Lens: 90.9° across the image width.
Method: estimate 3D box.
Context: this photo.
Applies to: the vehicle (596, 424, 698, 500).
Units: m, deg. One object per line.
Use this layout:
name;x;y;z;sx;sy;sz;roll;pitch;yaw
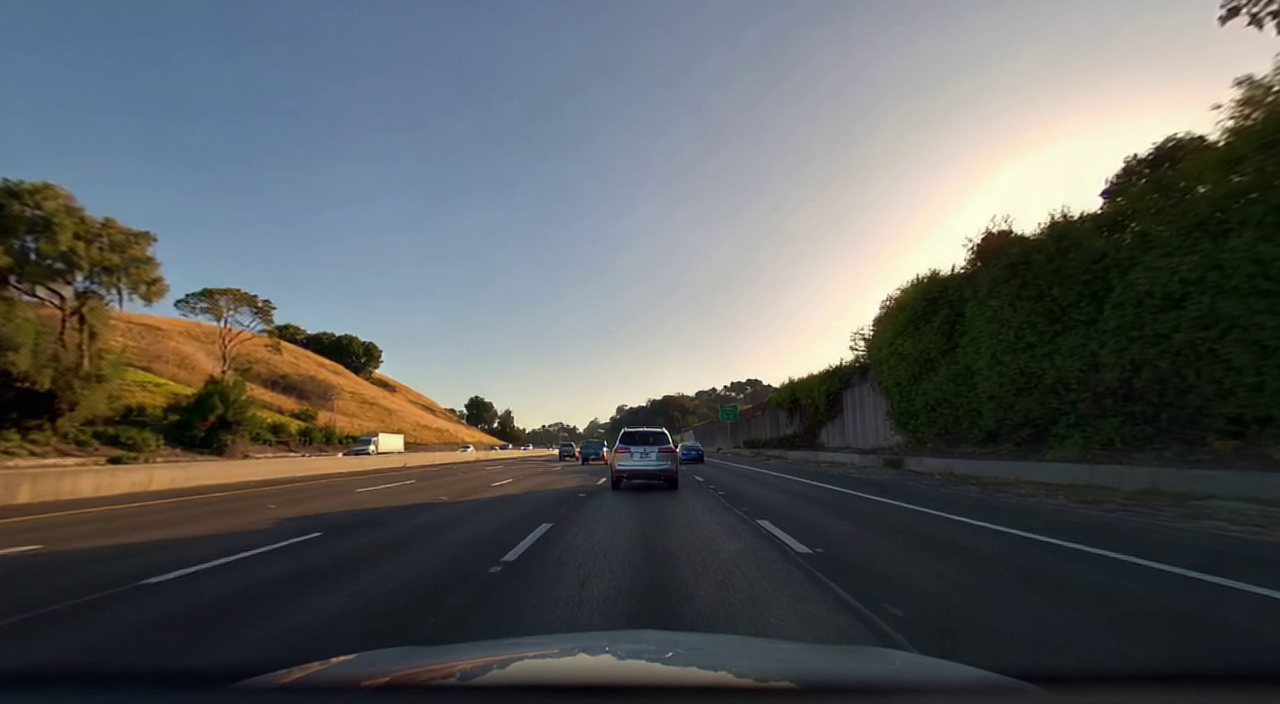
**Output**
vehicle;0.166;2.969;17.356;2.447;1.804;4.273;0;-9;0
